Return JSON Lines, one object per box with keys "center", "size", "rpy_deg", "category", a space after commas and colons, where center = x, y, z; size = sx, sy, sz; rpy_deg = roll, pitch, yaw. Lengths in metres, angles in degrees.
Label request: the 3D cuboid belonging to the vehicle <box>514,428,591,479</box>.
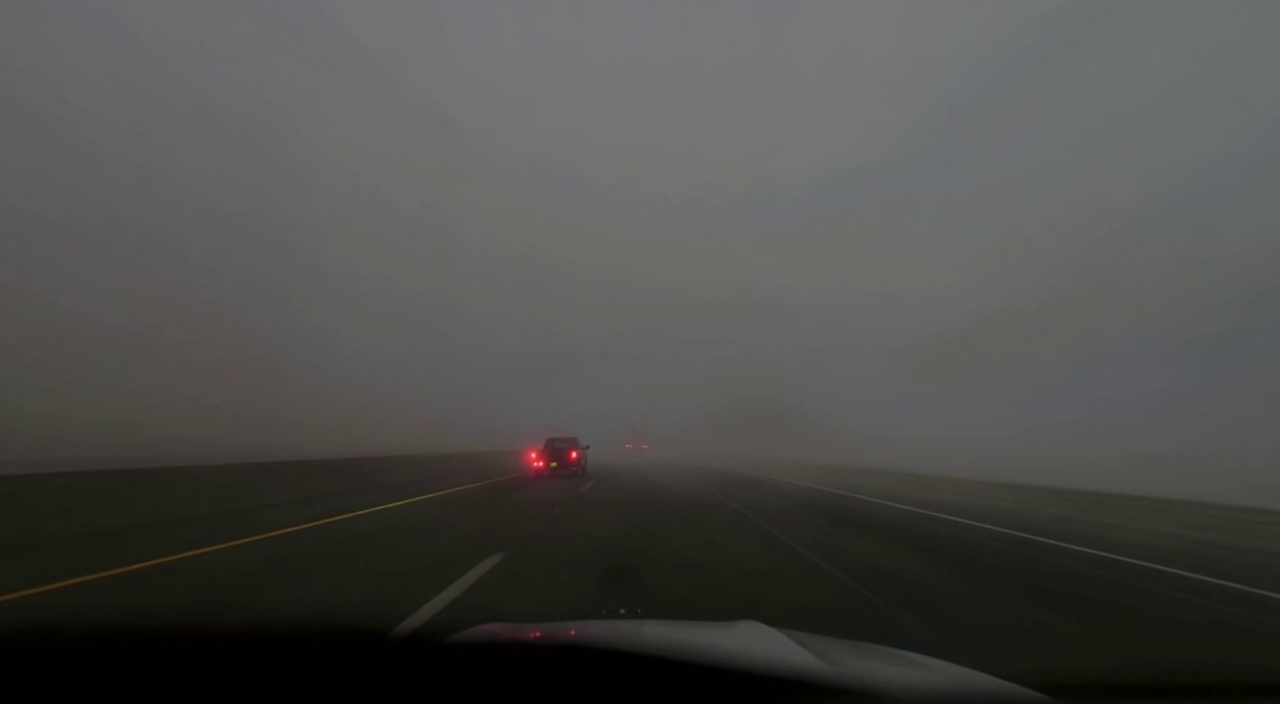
{"center": [-3.533, 4.249, 26.625], "size": [2.379, 1.918, 5.504], "rpy_deg": [0, -8, 1], "category": "vehicle"}
